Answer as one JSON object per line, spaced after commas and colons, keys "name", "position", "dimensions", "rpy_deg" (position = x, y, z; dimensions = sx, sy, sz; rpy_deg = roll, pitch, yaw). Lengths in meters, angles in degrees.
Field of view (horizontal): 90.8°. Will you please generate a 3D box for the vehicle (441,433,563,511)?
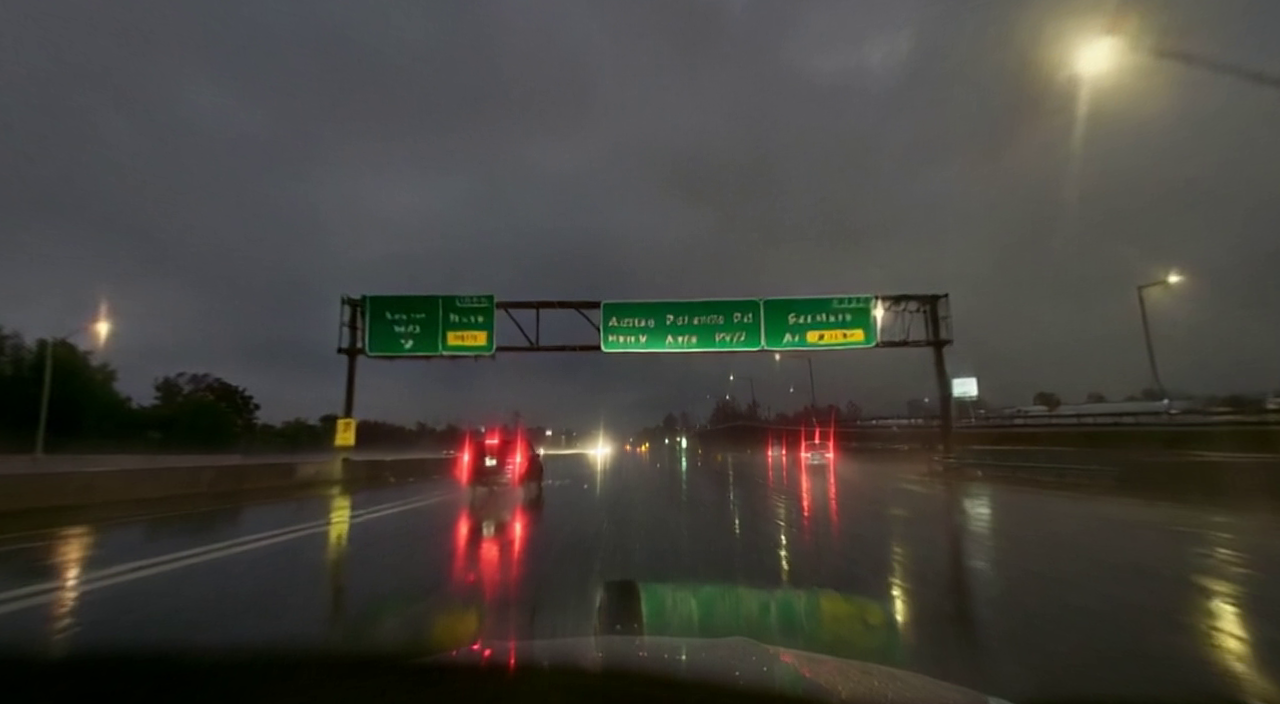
{"name": "vehicle", "position": [-3.320, 2.989, 16.245], "dimensions": [2.178, 1.699, 4.321], "rpy_deg": [0, -8, 0]}
